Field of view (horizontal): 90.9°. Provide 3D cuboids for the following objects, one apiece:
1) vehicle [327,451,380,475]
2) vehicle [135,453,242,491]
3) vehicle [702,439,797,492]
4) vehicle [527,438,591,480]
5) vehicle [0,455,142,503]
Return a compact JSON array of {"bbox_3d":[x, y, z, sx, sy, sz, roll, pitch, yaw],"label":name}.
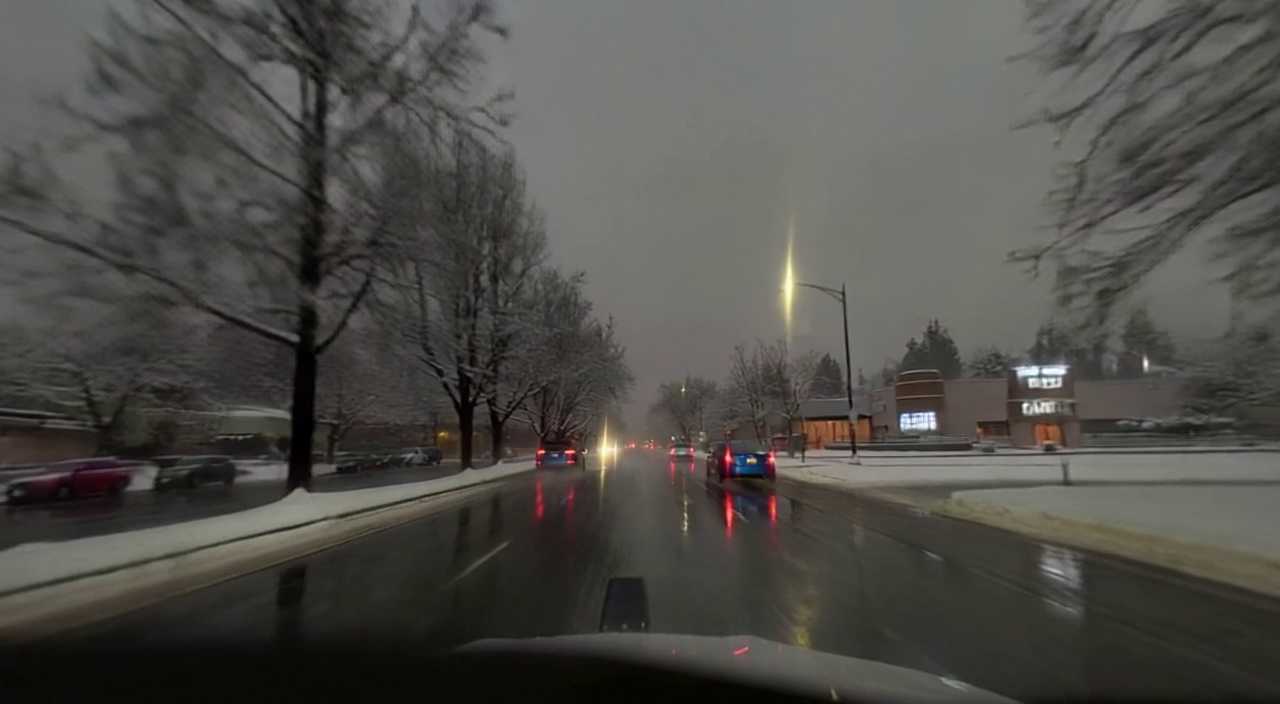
[{"bbox_3d":[-22.420,8.695,49.537,1.918,1.698,4.581,0,-8,1],"label":"vehicle"},{"bbox_3d":[-22.524,5.979,31.730,1.922,1.682,4.638,0,-8,0],"label":"vehicle"},{"bbox_3d":[3.267,3.482,19.753,2.083,1.474,4.360,0,-8,-1],"label":"vehicle"},{"bbox_3d":[-3.348,4.508,26.766,2.113,1.626,4.129,0,-8,1],"label":"vehicle"},{"bbox_3d":[-22.709,5.011,25.308,1.853,1.693,4.233,0,-8,1],"label":"vehicle"}]
